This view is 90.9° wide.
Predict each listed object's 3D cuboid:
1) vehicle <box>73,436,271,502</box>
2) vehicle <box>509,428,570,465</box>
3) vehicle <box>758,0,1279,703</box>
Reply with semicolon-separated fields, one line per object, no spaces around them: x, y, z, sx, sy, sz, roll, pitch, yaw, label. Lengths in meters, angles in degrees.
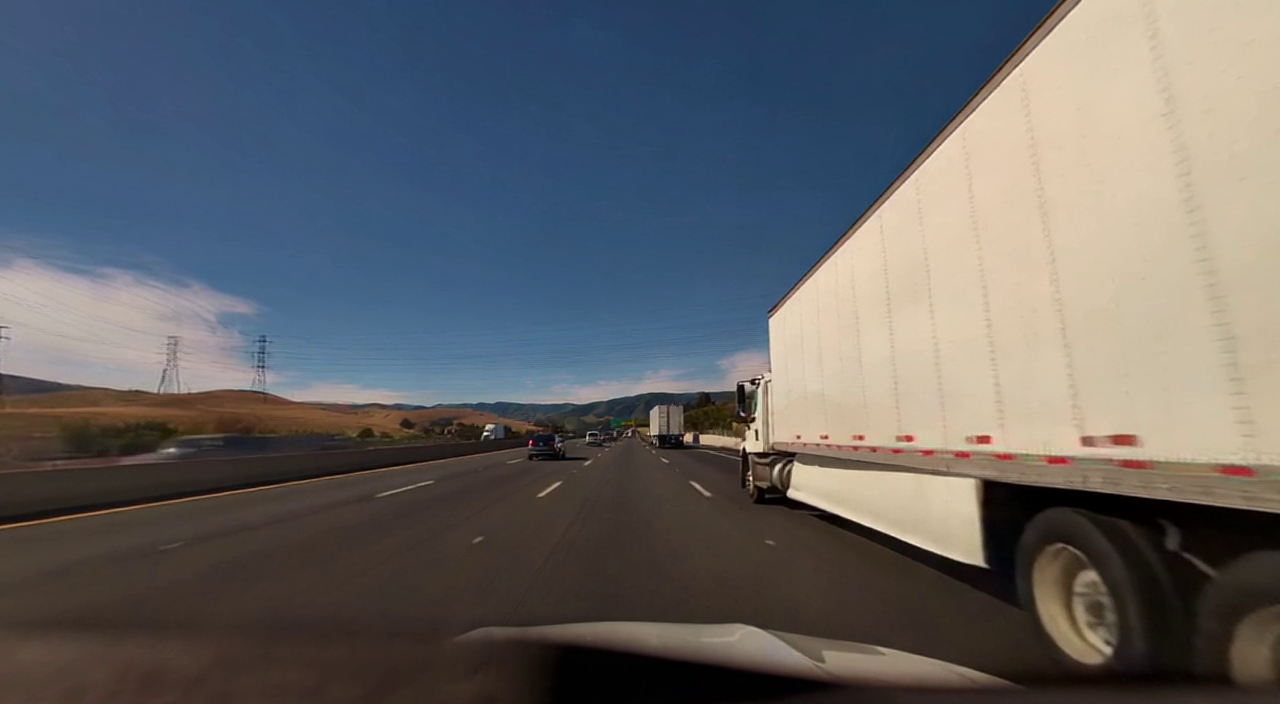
-11.812;2.934;16.365;1.879;1.472;4.325;0;-8;-1;vehicle
-4.346;4.162;27.905;1.965;1.486;4.448;0;-8;0;vehicle
3.689;-0.063;4.973;3.060;3.842;11.095;0;-8;-2;vehicle
